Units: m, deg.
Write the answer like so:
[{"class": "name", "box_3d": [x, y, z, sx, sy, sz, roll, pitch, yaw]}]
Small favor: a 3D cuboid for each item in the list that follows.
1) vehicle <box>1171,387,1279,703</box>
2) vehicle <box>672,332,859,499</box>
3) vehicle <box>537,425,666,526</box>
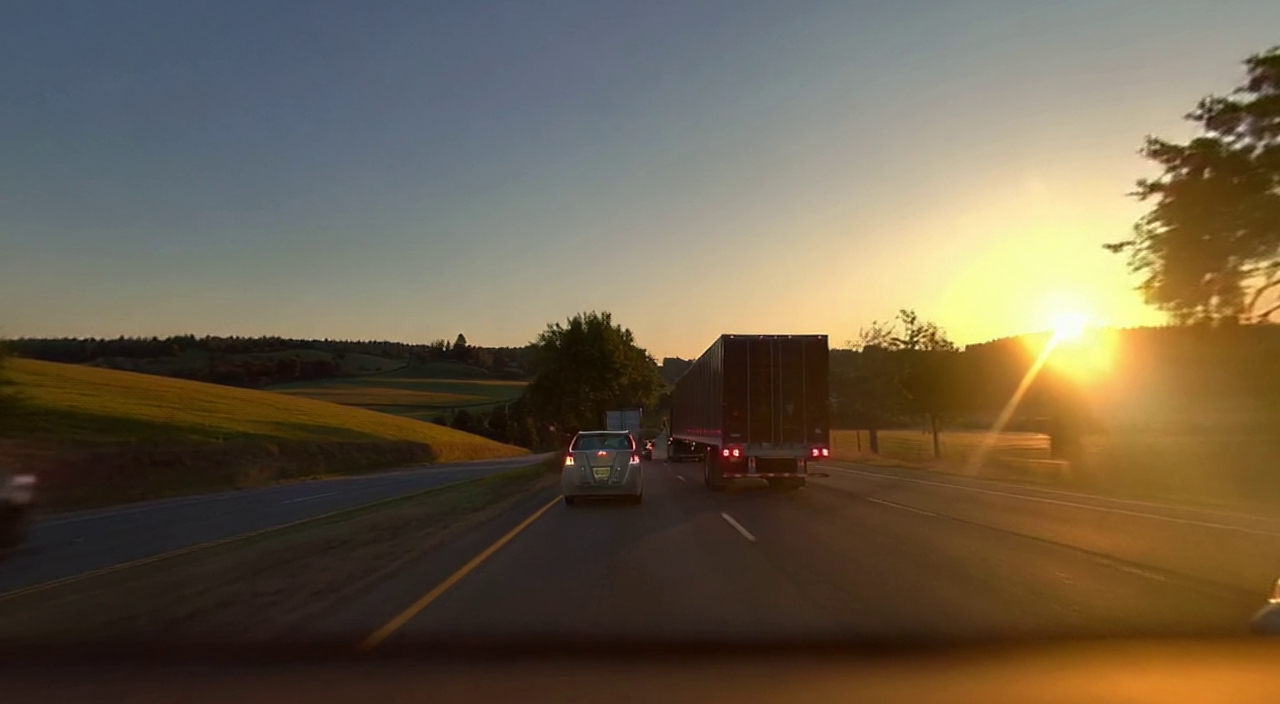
[{"class": "vehicle", "box_3d": [3.550, 0.624, 0.616, 1.960, 1.515, 4.713, 0, -8, 0]}, {"class": "vehicle", "box_3d": [3.629, 2.782, 24.523, 3.591, 4.290, 16.696, 0, -8, -1]}, {"class": "vehicle", "box_3d": [-0.619, 2.221, 11.875, 2.009, 1.554, 4.013, 0, -8, -1]}]
